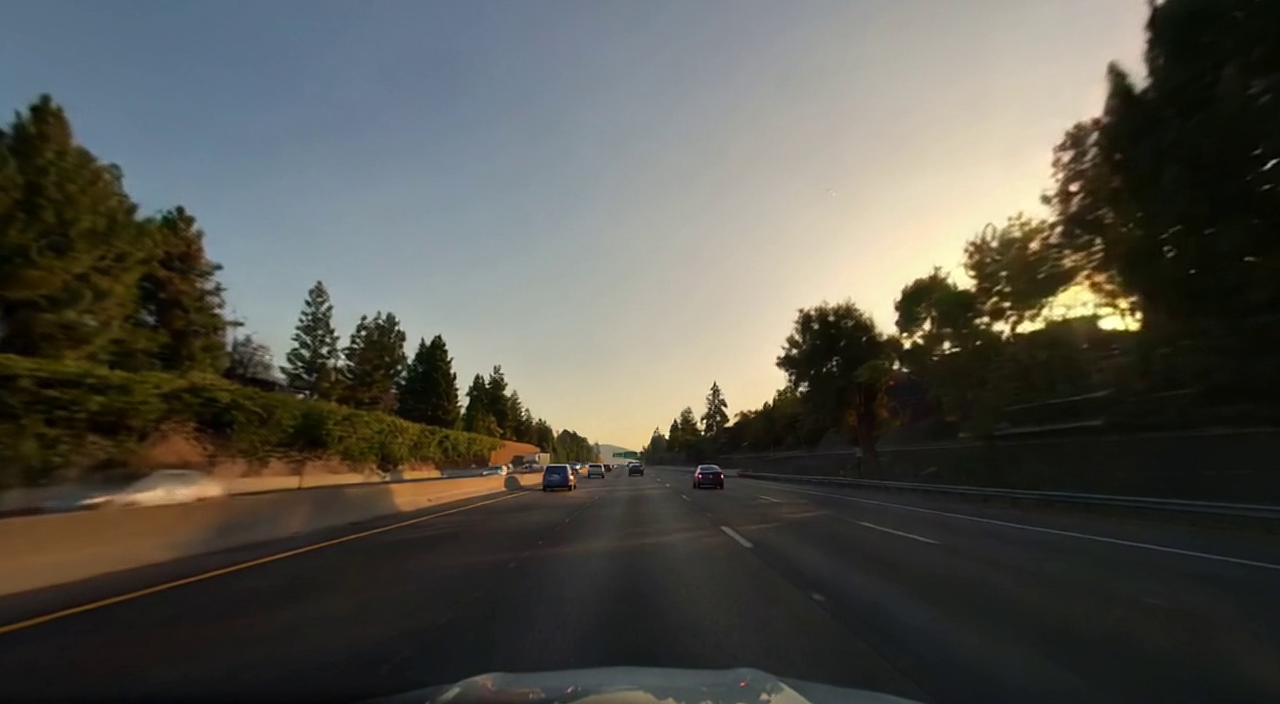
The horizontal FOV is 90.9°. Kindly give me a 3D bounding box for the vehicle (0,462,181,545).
[{"bbox_3d":[-12.455,3.095,13.392,1.913,1.457,4.579,1,-11,0],"label":"vehicle"}]

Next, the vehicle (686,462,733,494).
[{"bbox_3d":[3.591,6.626,33.263,1.981,1.516,4.109,1,-10,-1],"label":"vehicle"}]

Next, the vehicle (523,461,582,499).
[{"bbox_3d":[-3.714,5.503,27.371,2.000,1.484,3.995,1,-11,-1],"label":"vehicle"}]
